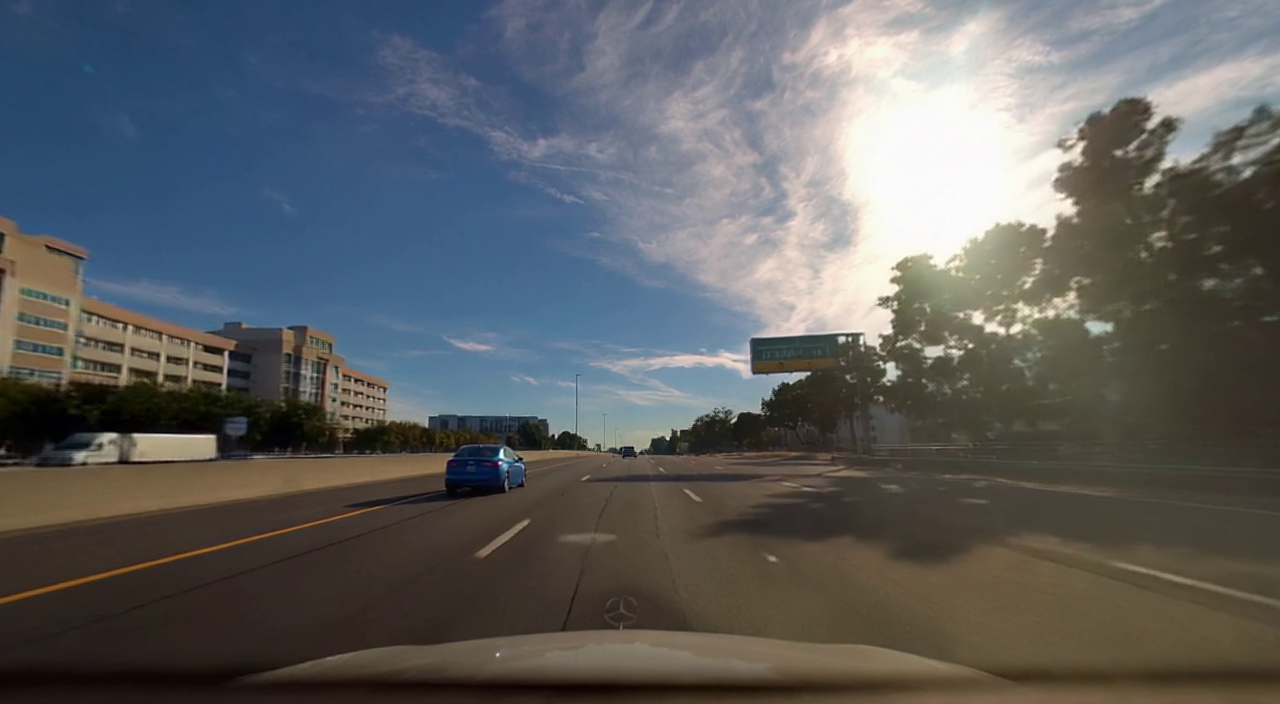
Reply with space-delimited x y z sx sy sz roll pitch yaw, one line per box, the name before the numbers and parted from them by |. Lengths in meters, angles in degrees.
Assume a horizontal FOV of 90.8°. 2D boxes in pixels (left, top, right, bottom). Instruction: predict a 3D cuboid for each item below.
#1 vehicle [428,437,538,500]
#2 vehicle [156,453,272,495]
vehicle | -4.131 3.127 17.441 1.900 1.492 4.495 0 -9 0
vehicle | -17.735 5.067 26.598 1.920 1.540 4.259 0 -9 0
